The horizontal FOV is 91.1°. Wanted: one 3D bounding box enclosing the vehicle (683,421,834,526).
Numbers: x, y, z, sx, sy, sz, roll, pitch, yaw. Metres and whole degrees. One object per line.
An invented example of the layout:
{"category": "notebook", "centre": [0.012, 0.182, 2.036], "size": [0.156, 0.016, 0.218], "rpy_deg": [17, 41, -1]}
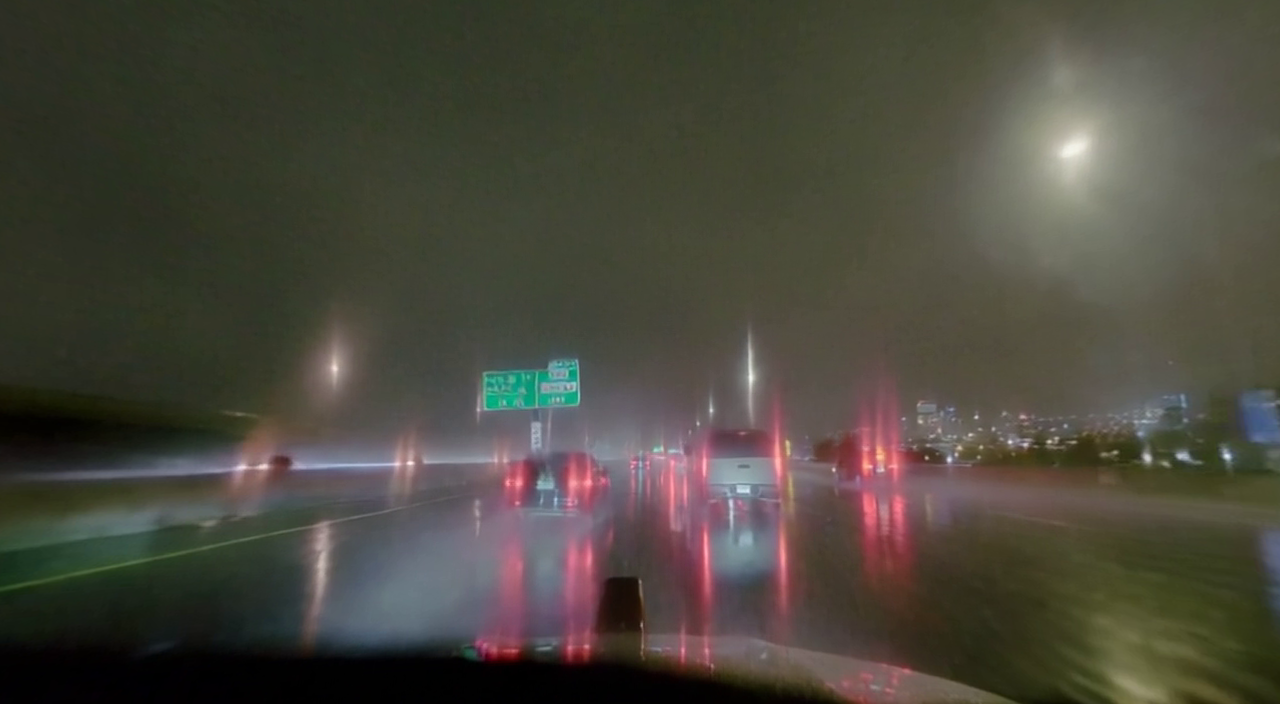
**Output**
{"category": "vehicle", "centre": [2.541, 2.851, 15.416], "size": [2.732, 2.065, 5.826], "rpy_deg": [0, -9, 2]}

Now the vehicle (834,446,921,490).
{"category": "vehicle", "centre": [10.292, 5.038, 27.662], "size": [2.133, 1.770, 4.537], "rpy_deg": [0, -9, 2]}

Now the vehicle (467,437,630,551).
{"category": "vehicle", "centre": [-1.385, 2.406, 11.368], "size": [2.099, 1.640, 4.134], "rpy_deg": [-1, -9, 3]}

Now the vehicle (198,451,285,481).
{"category": "vehicle", "centre": [-23.452, 6.707, 37.159], "size": [1.978, 1.605, 4.626], "rpy_deg": [0, -9, 2]}
